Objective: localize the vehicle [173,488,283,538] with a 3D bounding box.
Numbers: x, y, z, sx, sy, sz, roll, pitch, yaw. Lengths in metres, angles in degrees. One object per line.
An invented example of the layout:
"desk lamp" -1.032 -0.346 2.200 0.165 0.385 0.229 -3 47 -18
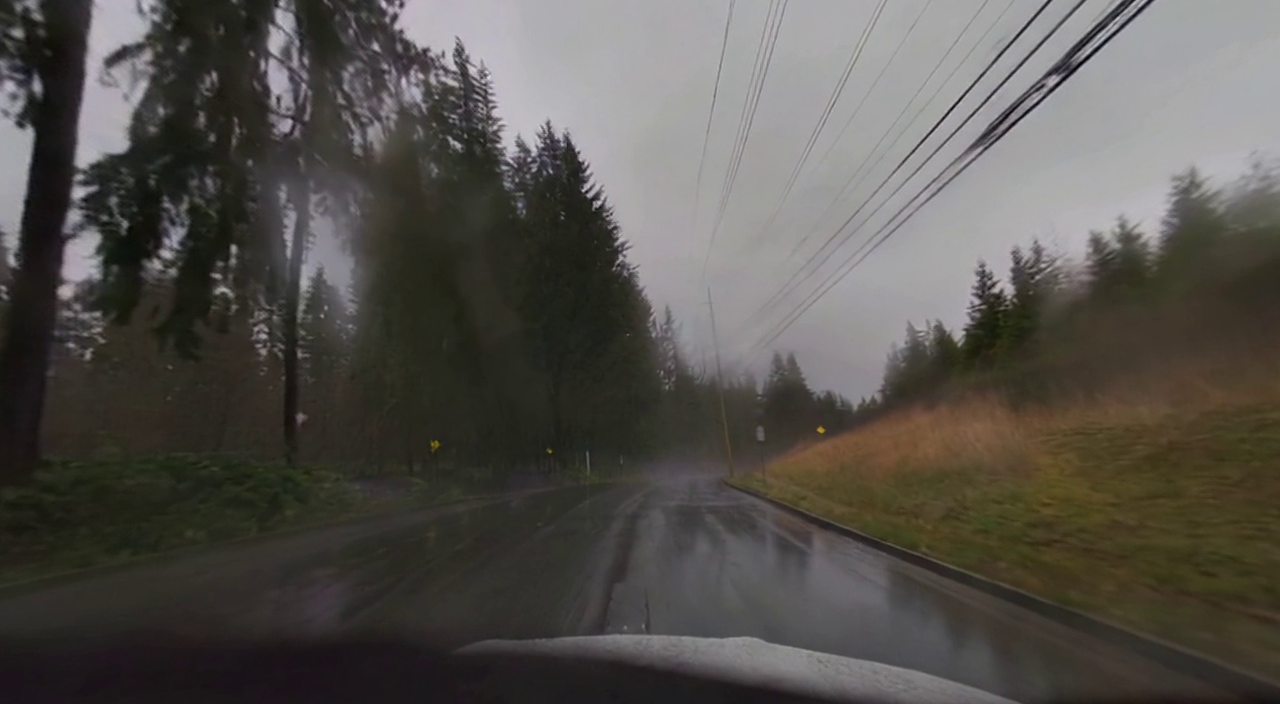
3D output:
"vehicle" -17.274 6.675 26.411 4.043 1.673 1.970 -4 -10 26
